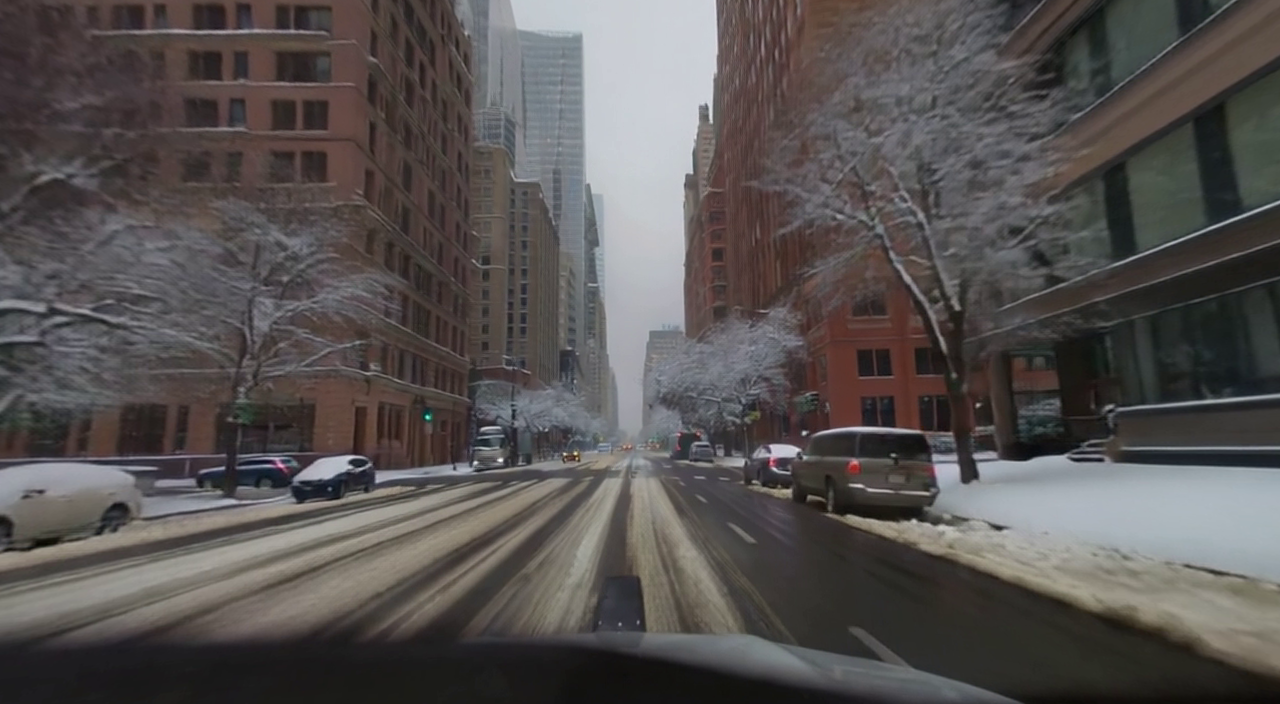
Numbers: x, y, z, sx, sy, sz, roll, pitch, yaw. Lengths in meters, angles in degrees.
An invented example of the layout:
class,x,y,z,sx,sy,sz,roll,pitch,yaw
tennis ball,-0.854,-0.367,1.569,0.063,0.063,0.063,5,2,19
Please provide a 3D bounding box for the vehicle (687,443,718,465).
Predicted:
class,x,y,z,sx,sy,sz,roll,pitch,yaw
vehicle,4.574,7.507,46.670,1.891,1.535,4.068,0,-8,0

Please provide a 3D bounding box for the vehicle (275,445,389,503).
class,x,y,z,sx,sy,sz,roll,pitch,yaw
vehicle,-11.148,4.425,23.277,2.039,1.770,4.445,-3,-9,-1

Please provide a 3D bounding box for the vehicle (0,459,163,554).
class,x,y,z,sx,sy,sz,roll,pitch,yaw
vehicle,-11.291,2.765,11.435,2.007,1.511,4.280,-4,-10,0

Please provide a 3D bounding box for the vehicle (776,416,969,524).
class,x,y,z,sx,sy,sz,roll,pitch,yaw
vehicle,4.736,2.499,14.025,2.237,1.908,5.320,0,-8,0

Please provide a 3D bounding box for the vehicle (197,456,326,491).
class,x,y,z,sx,sy,sz,roll,pitch,yaw
vehicle,-17.276,5.554,29.011,4.575,1.462,2.015,0,-8,-4
